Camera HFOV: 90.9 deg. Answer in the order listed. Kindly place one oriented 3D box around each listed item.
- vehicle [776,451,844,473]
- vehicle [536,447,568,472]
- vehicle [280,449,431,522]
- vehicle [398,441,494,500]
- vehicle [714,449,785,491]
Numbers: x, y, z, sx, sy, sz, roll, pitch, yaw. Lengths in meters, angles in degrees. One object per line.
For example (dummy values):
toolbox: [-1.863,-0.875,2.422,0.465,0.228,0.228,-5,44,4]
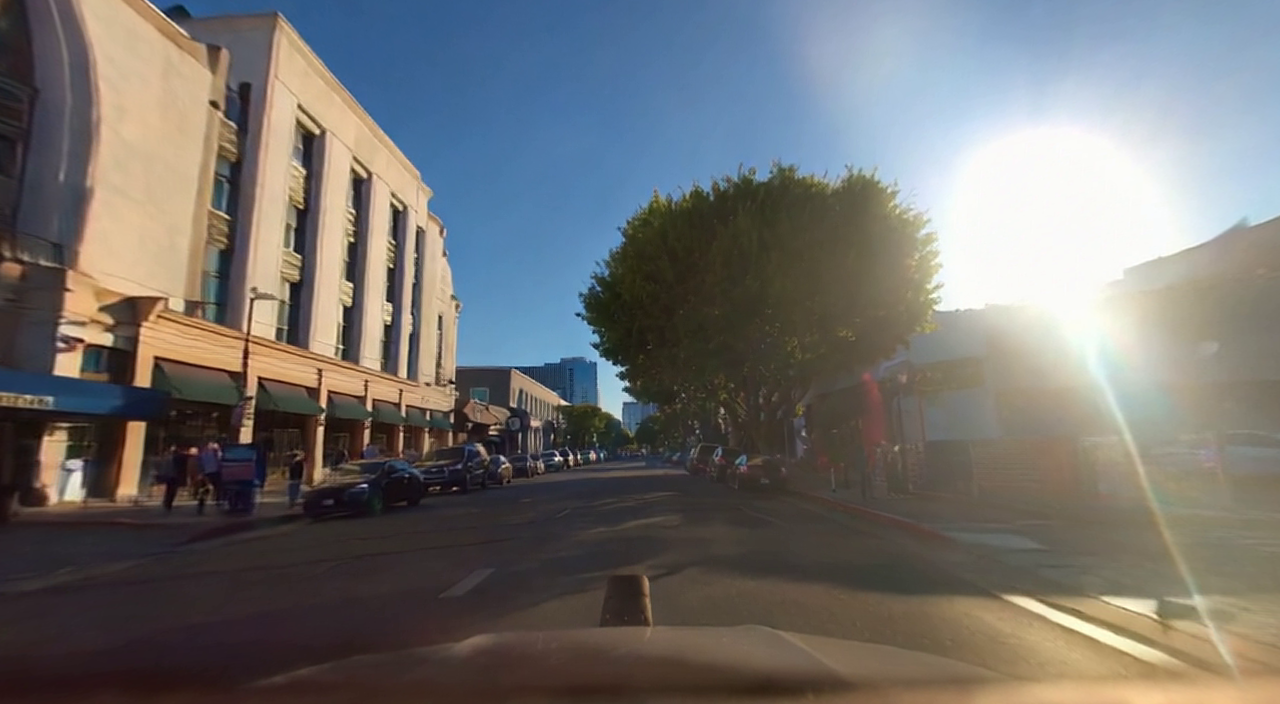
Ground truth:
vehicle: [12.676,8.185,47.058,4.499,1.558,2.007,-5,-10,29]
vehicle: [-6.908,8.535,49.735,1.996,1.770,5.518,-2,-10,-3]
vehicle: [-6.964,3.256,16.074,1.917,1.487,4.659,-1,-8,-3]
vehicle: [-6.910,4.224,23.101,2.238,1.891,4.780,0,-8,-3]
vehicle: [4.324,4.729,25.607,1.973,1.494,4.867,0,-9,-1]
